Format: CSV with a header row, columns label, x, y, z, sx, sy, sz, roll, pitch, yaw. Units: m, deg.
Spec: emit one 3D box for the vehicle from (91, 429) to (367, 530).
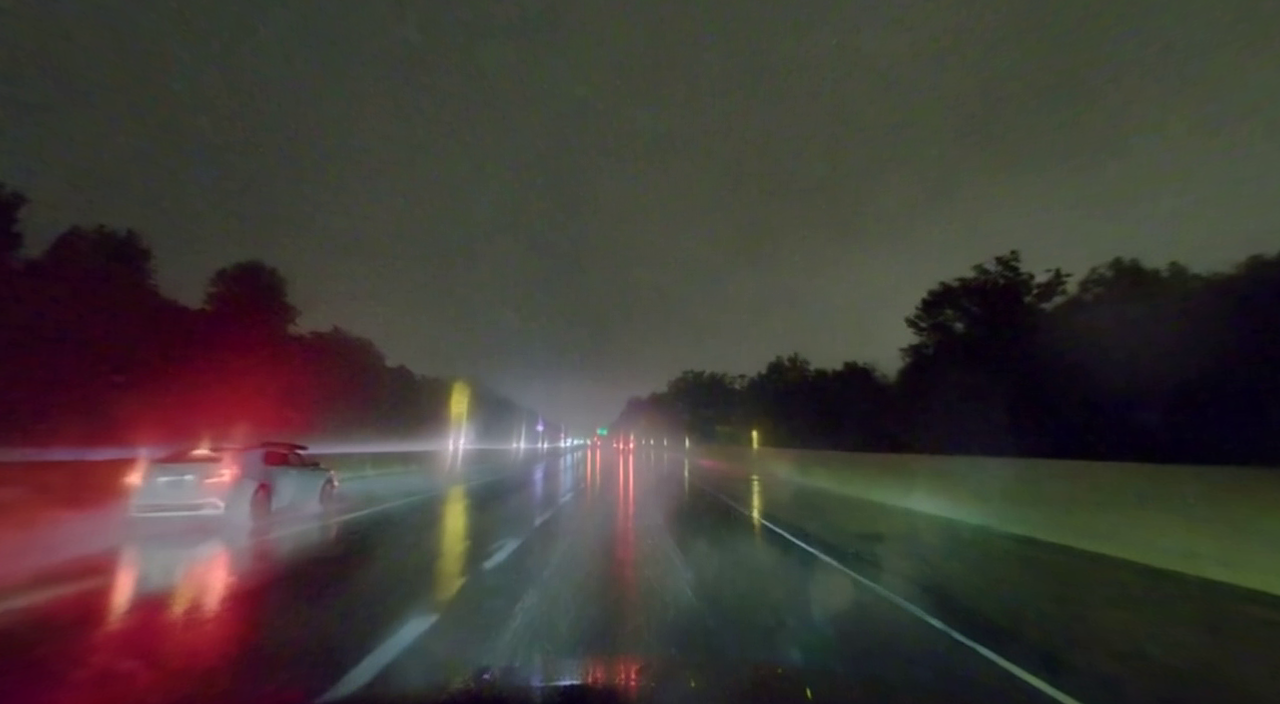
label,x,y,z,sx,sy,sz,roll,pitch,yaw
vehicle,-6.929,2.174,11.367,2.053,1.452,4.347,0,-8,0
